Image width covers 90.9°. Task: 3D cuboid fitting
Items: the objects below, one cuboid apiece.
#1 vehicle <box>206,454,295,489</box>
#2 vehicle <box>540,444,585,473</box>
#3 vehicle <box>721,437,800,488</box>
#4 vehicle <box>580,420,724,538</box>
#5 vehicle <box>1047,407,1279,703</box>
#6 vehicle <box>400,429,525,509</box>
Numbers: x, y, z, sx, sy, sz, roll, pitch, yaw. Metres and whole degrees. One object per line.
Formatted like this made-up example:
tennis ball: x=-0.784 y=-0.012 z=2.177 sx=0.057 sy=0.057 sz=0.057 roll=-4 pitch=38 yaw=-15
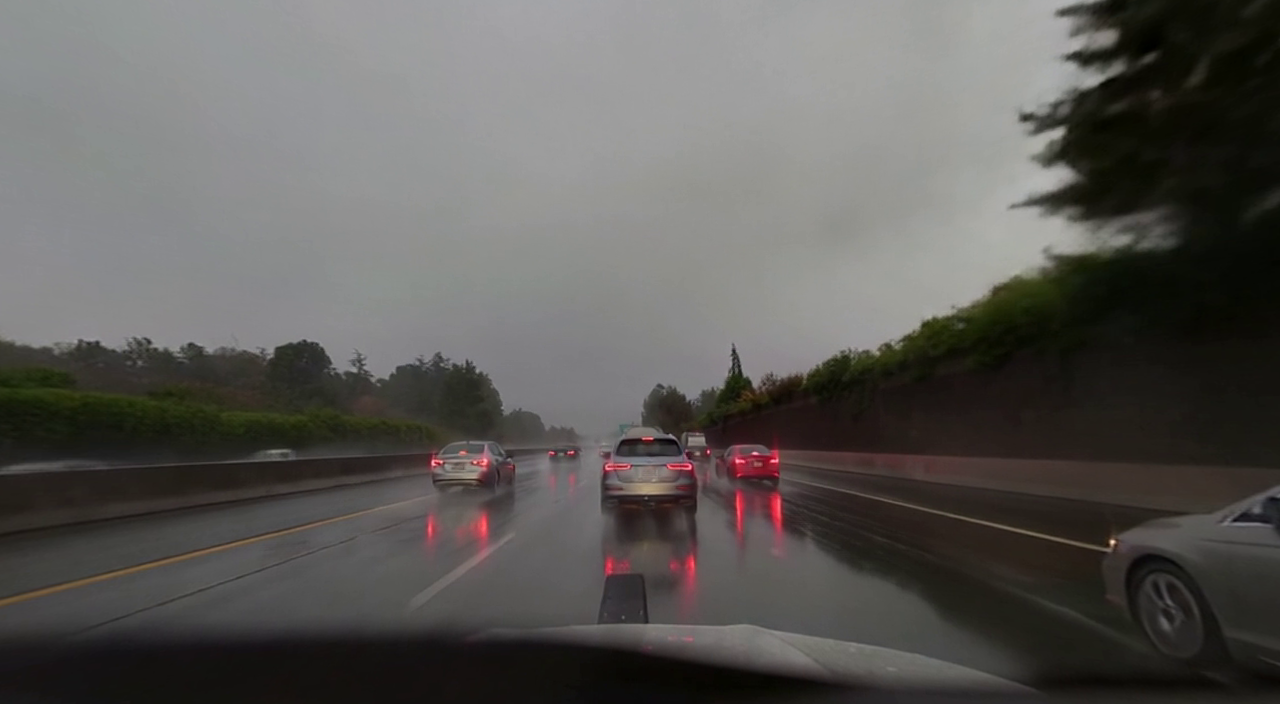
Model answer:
vehicle: x=-20.345 y=6.233 z=33.151 sx=1.889 sy=1.694 sz=4.268 roll=0 pitch=-9 yaw=0
vehicle: x=-4.143 y=5.752 z=34.109 sx=1.910 sy=1.468 sz=3.781 roll=0 pitch=-9 yaw=1
vehicle: x=4.024 y=3.766 z=21.714 sx=1.905 sy=1.590 sz=3.746 roll=0 pitch=-9 yaw=-1
vehicle: x=0.172 y=2.145 z=11.133 sx=2.093 sy=1.695 sz=3.782 roll=0 pitch=-9 yaw=0
vehicle: x=3.684 y=0.830 z=1.849 sx=1.953 sy=1.434 sz=4.511 roll=0 pitch=-9 yaw=0
vehicle: x=-4.161 y=2.807 z=15.466 sx=1.890 sy=1.708 sz=3.844 roll=0 pitch=-9 yaw=0
